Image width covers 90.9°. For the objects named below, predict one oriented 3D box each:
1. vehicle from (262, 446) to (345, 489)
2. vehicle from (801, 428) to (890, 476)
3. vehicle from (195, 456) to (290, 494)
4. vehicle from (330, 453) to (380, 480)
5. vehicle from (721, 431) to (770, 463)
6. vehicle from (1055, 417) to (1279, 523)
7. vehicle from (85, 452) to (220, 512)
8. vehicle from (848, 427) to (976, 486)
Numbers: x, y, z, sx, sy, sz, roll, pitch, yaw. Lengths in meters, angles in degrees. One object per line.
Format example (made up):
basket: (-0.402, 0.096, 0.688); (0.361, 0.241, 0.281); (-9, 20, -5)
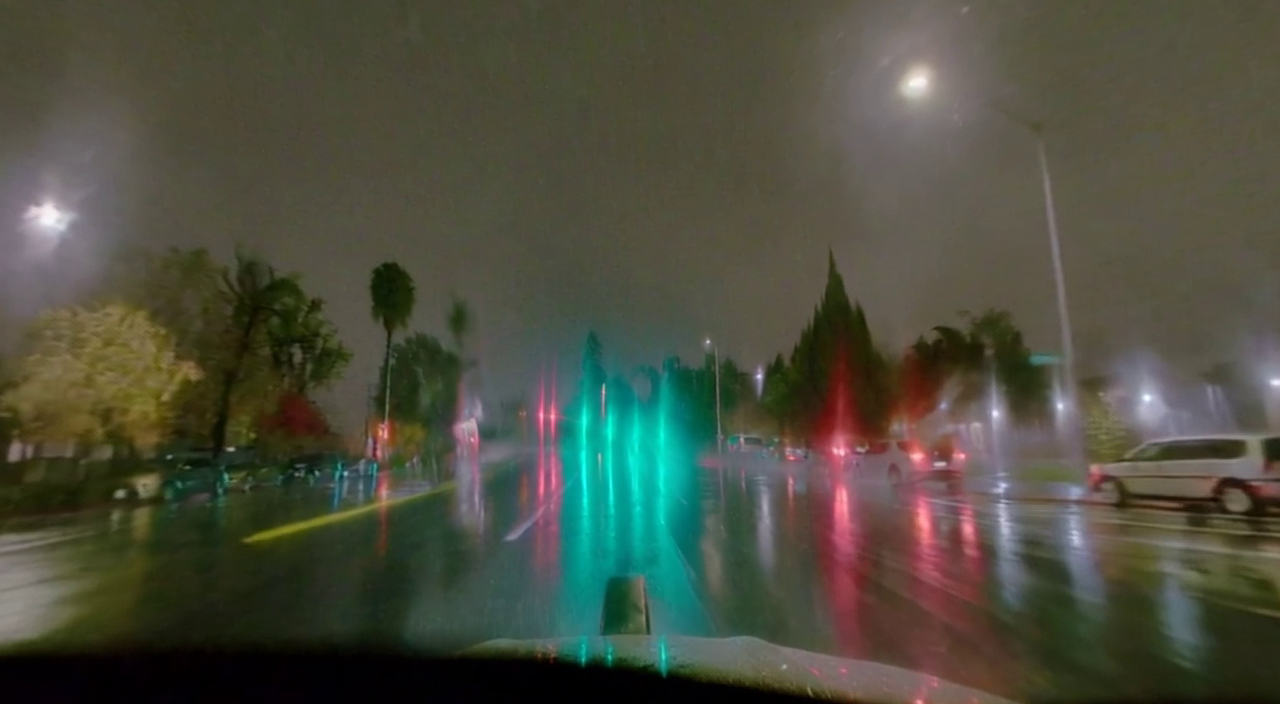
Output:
vehicle: (-18.938, 6.451, 35.791); (2.111, 1.908, 5.586); (-1, -6, -5)
vehicle: (8.881, 4.366, 27.724); (1.991, 1.905, 4.733); (0, -9, -5)
vehicle: (-18.447, 5.708, 29.510); (1.782, 1.462, 4.438); (-1, -8, -3)
vehicle: (-19.583, 7.833, 43.465); (1.778, 1.433, 4.305); (-1, -6, -5)
vehicle: (7.453, 6.817, 45.121); (1.970, 2.104, 5.290); (1, -9, -7)
vehicle: (10.331, 2.073, 11.410); (1.919, 1.627, 4.196); (3, -9, -23)
vehicle: (-17.975, 4.749, 23.546); (1.916, 1.657, 4.366); (-2, -5, -6)
vehicle: (9.156, 3.565, 21.776); (2.039, 1.752, 4.876); (0, -9, -3)
